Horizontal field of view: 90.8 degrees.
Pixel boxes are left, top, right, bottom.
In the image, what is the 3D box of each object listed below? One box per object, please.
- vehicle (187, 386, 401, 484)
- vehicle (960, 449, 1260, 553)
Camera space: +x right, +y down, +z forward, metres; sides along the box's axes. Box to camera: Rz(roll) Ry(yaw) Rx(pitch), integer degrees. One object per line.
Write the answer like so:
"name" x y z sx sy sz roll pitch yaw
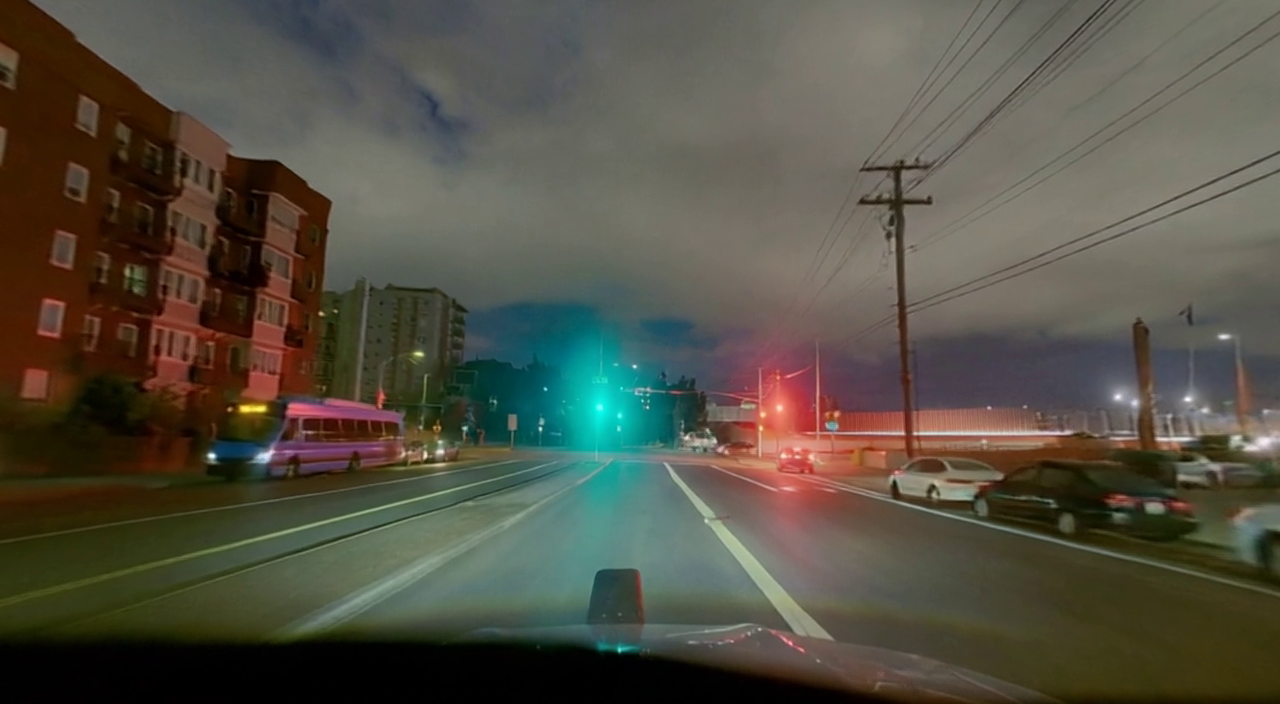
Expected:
"vehicle" -13.763 3.573 26.721 3.060 3.307 9.997 -1 -8 2
"vehicle" 8.172 2.580 11.762 1.996 1.473 4.740 0 -8 1
